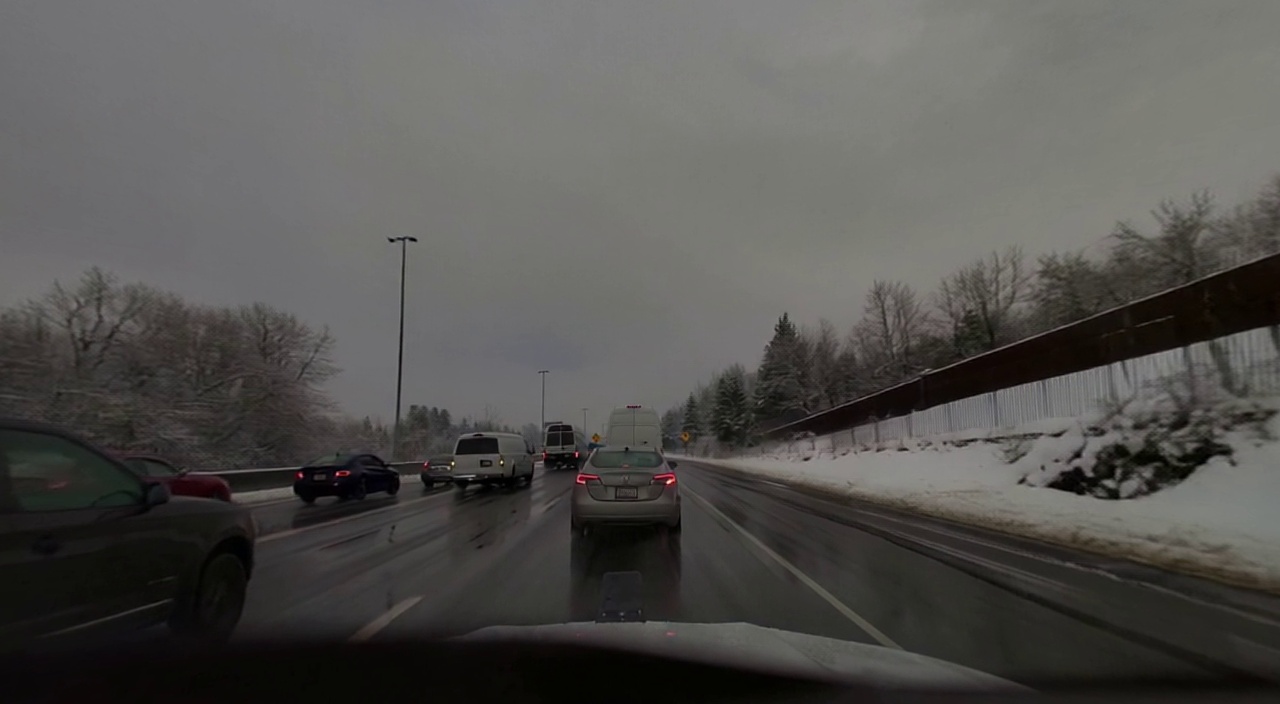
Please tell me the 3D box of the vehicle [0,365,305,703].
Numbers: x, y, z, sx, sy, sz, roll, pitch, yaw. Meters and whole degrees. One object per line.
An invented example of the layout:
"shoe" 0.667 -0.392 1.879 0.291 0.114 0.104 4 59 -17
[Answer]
"vehicle" -3.615 0.903 2.601 2.029 1.656 4.437 0 -9 0

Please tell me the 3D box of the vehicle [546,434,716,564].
"vehicle" -0.135 2.007 9.202 1.995 1.495 3.380 0 -9 -1

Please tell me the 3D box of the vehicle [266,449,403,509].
"vehicle" -8.394 3.487 17.772 1.826 1.465 3.916 -1 -9 1

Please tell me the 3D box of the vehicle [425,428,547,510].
"vehicle" -3.997 3.134 17.300 2.055 1.913 4.584 -1 -9 2
